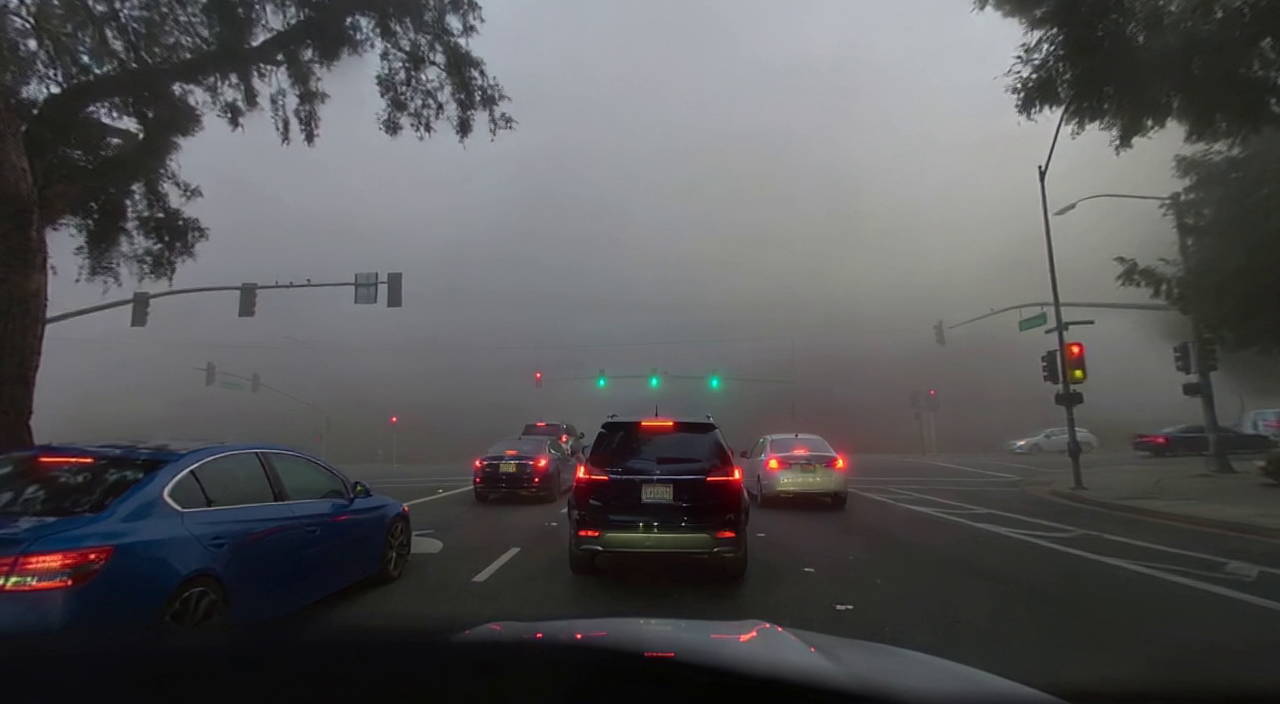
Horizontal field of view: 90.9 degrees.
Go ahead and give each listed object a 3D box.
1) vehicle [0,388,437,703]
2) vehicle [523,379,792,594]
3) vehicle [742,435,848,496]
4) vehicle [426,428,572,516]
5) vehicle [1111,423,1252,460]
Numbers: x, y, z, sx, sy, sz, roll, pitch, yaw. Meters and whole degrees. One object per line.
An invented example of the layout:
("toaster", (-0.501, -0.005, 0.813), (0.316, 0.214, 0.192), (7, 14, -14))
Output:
("vehicle", (-3.226, 1.195, 4.402), (1.958, 1.494, 4.624), (0, -8, 2))
("vehicle", (0.204, 1.466, 7.659), (2.300, 1.832, 4.331), (0, -8, 1))
("vehicle", (4.096, 3.059, 17.348), (1.979, 1.453, 4.011), (0, -8, 1))
("vehicle", (-2.689, 2.389, 13.059), (1.851, 1.502, 4.042), (0, -8, 4))
("vehicle", (23.846, 3.965, 27.950), (4.026, 1.573, 2.271), (-1, -8, 7))
